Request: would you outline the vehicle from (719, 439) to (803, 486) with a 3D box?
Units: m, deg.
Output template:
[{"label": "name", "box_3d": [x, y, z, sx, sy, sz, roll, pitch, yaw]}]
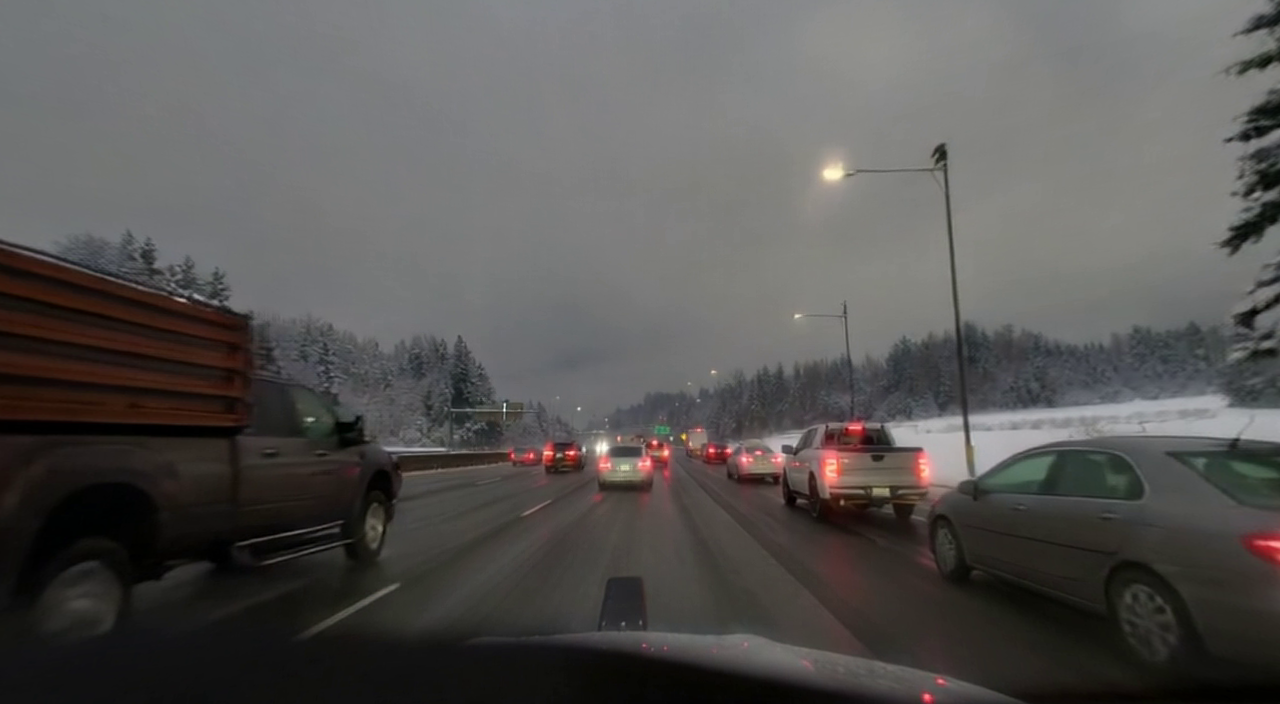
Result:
[{"label": "vehicle", "box_3d": [4.160, 3.874, 22.569, 1.907, 1.474, 4.840, 0, -8, -2]}]

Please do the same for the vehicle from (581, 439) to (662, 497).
[{"label": "vehicle", "box_3d": [-0.409, 3.288, 18.247, 2.070, 1.456, 4.029, 0, -8, 2]}]

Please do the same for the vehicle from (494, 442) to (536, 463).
[{"label": "vehicle", "box_3d": [-9.387, 7.596, 47.740, 1.907, 1.508, 4.608, -1, -8, 5]}]

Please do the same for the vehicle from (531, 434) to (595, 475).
[{"label": "vehicle", "box_3d": [-3.594, 4.936, 30.636, 2.110, 1.811, 5.585, -1, -8, 3]}]

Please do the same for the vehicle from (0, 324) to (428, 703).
[{"label": "vehicle", "box_3d": [-4.123, 1.202, 5.440, 2.395, 1.892, 5.995, 0, -8, 1]}]

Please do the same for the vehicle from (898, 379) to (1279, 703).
[{"label": "vehicle", "box_3d": [3.710, 1.146, 4.304, 1.984, 1.567, 4.475, 0, -8, 0]}]

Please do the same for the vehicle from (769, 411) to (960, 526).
[{"label": "vehicle", "box_3d": [3.963, 2.151, 12.134, 1.999, 1.777, 4.578, 0, -8, 1]}]
